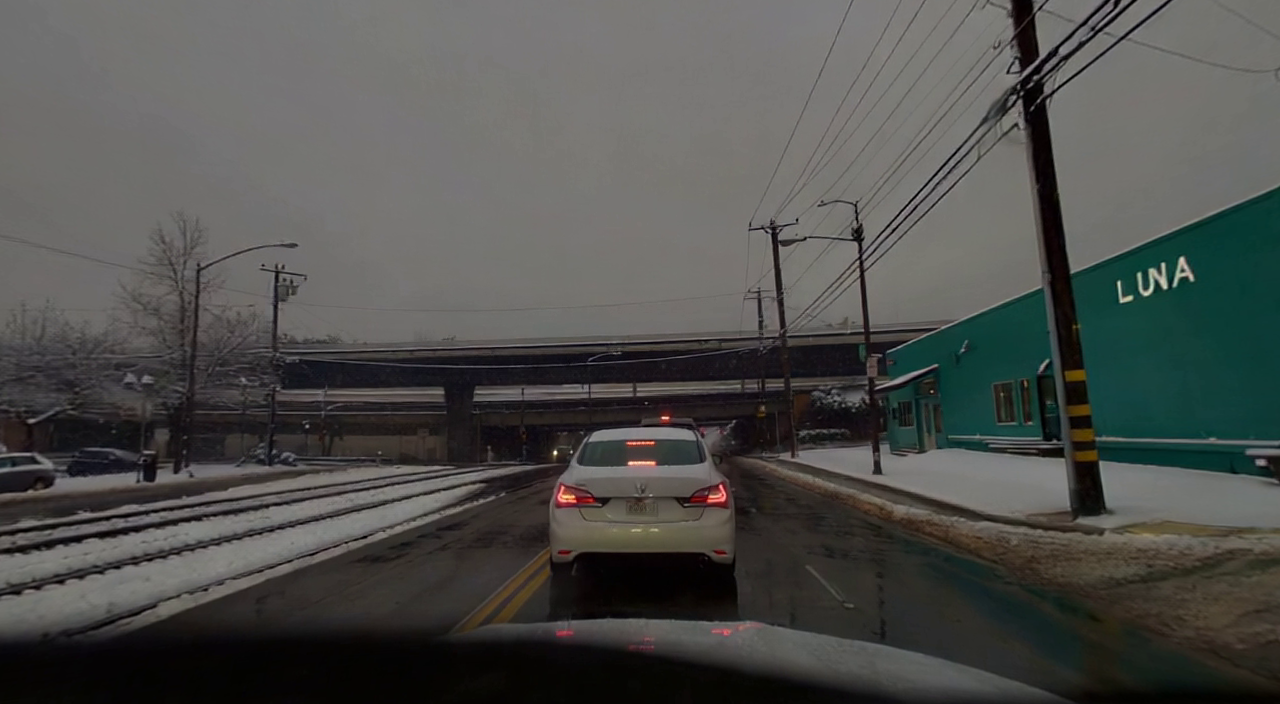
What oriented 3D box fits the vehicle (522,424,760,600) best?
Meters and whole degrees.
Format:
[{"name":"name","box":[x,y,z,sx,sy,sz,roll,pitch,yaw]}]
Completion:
[{"name":"vehicle","box":[0.095,1.711,7.624,2.090,1.518,4.033,-1,-9,3]}]

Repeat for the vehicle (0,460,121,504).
[{"name":"vehicle","box":[-21.916,4.680,22.858,4.566,1.453,1.935,-1,-9,5]}]
